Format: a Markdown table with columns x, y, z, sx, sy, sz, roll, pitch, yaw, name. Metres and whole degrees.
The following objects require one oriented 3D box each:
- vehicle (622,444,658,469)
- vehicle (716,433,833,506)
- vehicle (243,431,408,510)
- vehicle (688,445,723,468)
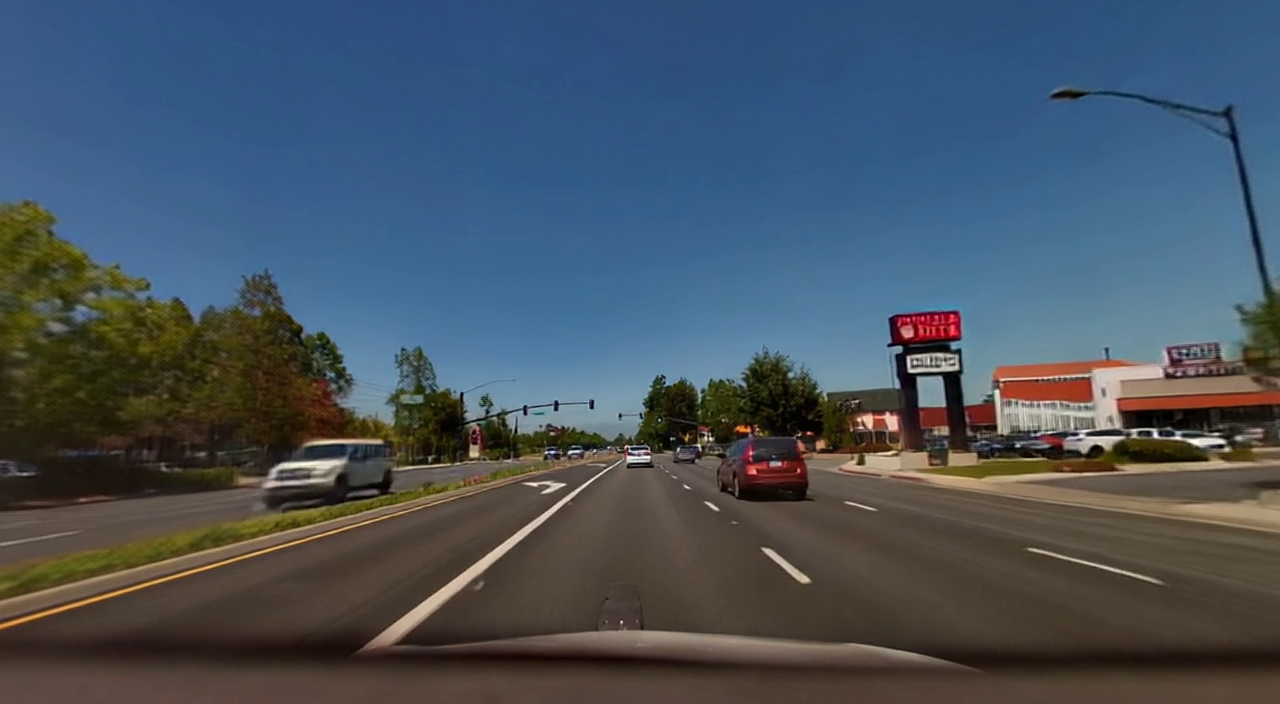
| x | y | z | sx | sy | sz | roll | pitch | yaw | name |
| --- | --- | --- | --- | --- | --- | --- | --- | --- | --- |
| -0.014 | 6.618 | 40.192 | 2.135 | 1.468 | 4.076 | 0 | -8 | 0 | vehicle |
| 3.348 | 3.010 | 16.684 | 2.022 | 1.643 | 4.326 | 0 | -8 | -1 | vehicle |
| -8.467 | 3.202 | 17.637 | 2.142 | 1.872 | 4.689 | 0 | -8 | 0 | vehicle |
| 4.335 | 6.976 | 42.474 | 1.889 | 1.473 | 4.303 | 0 | -8 | 0 | vehicle |
